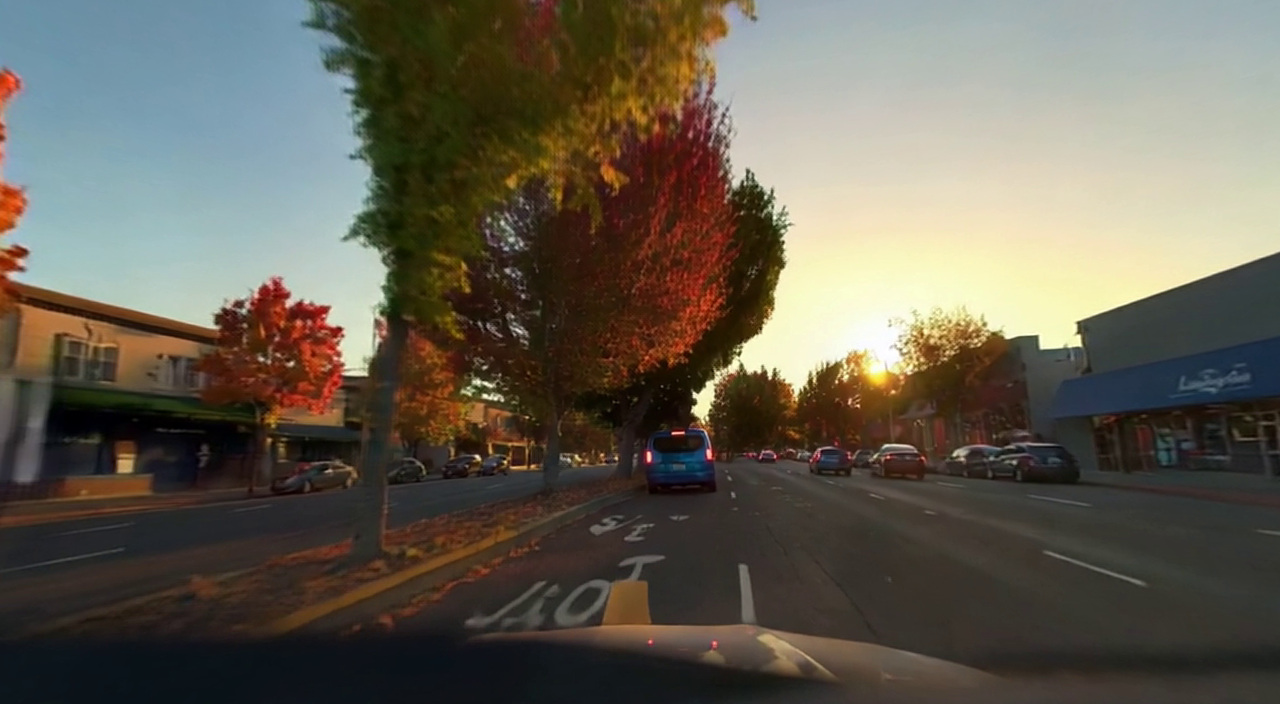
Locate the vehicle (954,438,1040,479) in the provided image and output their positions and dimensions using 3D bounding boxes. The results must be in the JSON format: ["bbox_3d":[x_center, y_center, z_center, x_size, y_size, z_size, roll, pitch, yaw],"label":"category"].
[{"bbox_3d":[16.651,4.944,29.684,1.938,1.755,4.415,-1,-8,8],"label":"vehicle"}]

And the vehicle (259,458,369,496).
[{"bbox_3d":[-13.542,5.186,26.513,1.797,1.351,4.300,-2,-8,9],"label":"vehicle"}]

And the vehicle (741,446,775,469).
[{"bbox_3d":[8.915,7.961,47.859,2.249,1.621,3.978,-1,-8,7],"label":"vehicle"}]

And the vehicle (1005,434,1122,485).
[{"bbox_3d":[16.019,4.078,24.162,2.076,1.759,3.970,-1,-8,8],"label":"vehicle"}]

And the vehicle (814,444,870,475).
[{"bbox_3d":[10.256,5.442,32.319,1.886,1.464,4.290,-1,-8,7],"label":"vehicle"}]

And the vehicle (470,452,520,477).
[{"bbox_3d":[-10.541,8.202,46.172,1.921,1.621,4.930,-1,-8,7],"label":"vehicle"}]

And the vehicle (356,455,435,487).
[{"bbox_3d":[-12.521,6.113,32.621,1.877,1.445,4.436,-1,-8,7],"label":"vehicle"}]

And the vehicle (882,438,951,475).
[{"bbox_3d":[14.094,5.331,32.416,2.040,1.738,4.414,-1,-8,7],"label":"vehicle"}]

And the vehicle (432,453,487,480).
[{"bbox_3d":[-11.520,7.336,40.533,1.947,1.558,4.065,-1,-8,6],"label":"vehicle"}]

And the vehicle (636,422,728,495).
[{"bbox_3d":[1.404,3.137,18.914,2.344,1.863,4.665,-1,-8,8],"label":"vehicle"}]
